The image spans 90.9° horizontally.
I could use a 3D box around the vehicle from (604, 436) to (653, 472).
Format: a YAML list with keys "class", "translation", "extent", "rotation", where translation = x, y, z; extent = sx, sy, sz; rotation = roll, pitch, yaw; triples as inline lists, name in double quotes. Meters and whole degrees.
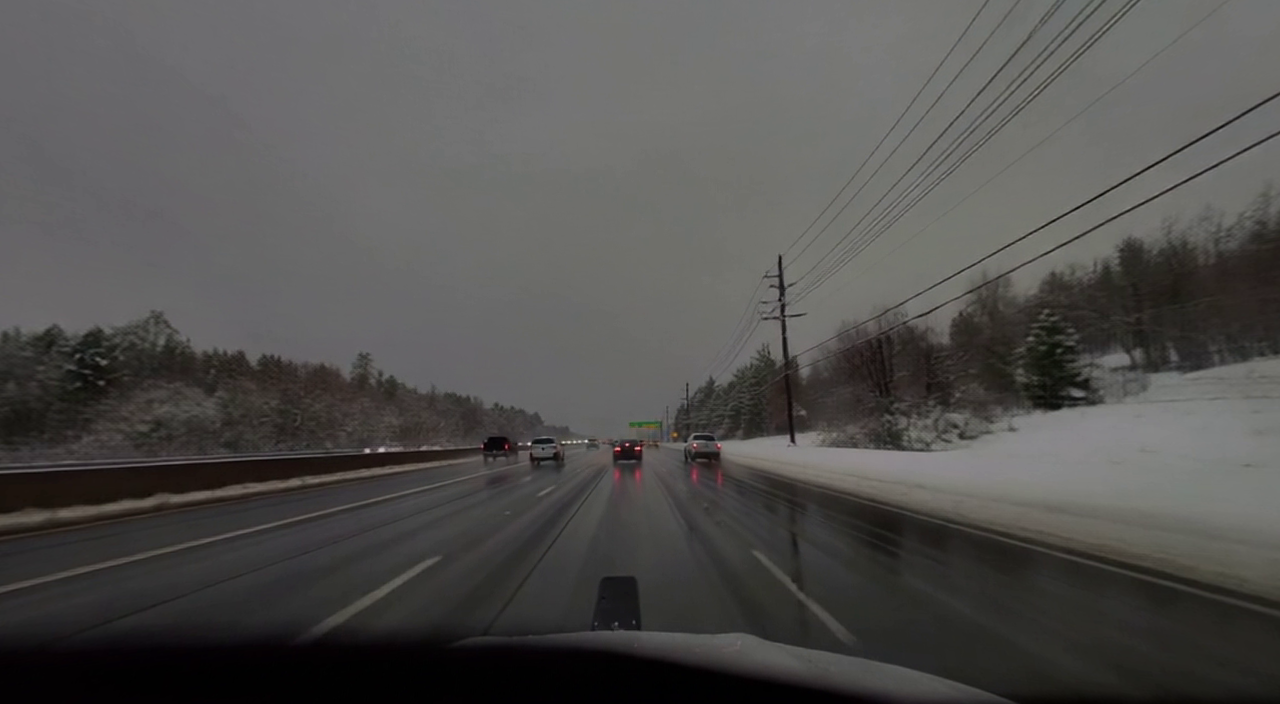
- class: "vehicle"
  translation: [-0.512, 4.508, 28.237]
  extent: [2.086, 1.488, 3.440]
  rotation: [0, -8, -1]

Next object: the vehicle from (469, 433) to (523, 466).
- class: "vehicle"
  translation: [-7.708, 5.263, 34.245]
  extent: [1.980, 1.678, 4.255]
  rotation: [0, -8, -1]

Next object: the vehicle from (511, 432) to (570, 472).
- class: "vehicle"
  translation: [-4.383, 4.463, 28.497]
  extent: [1.901, 1.601, 4.610]
  rotation: [0, -8, 0]

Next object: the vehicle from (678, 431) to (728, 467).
- class: "vehicle"
  translation: [3.197, 5.004, 32.748]
  extent: [1.950, 1.695, 4.446]
  rotation: [0, -8, -2]

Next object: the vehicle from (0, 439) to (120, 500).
- class: "vehicle"
  translation: [-15.989, 2.977, 16.265]
  extent: [1.724, 1.404, 4.047]
  rotation: [0, -8, -1]
